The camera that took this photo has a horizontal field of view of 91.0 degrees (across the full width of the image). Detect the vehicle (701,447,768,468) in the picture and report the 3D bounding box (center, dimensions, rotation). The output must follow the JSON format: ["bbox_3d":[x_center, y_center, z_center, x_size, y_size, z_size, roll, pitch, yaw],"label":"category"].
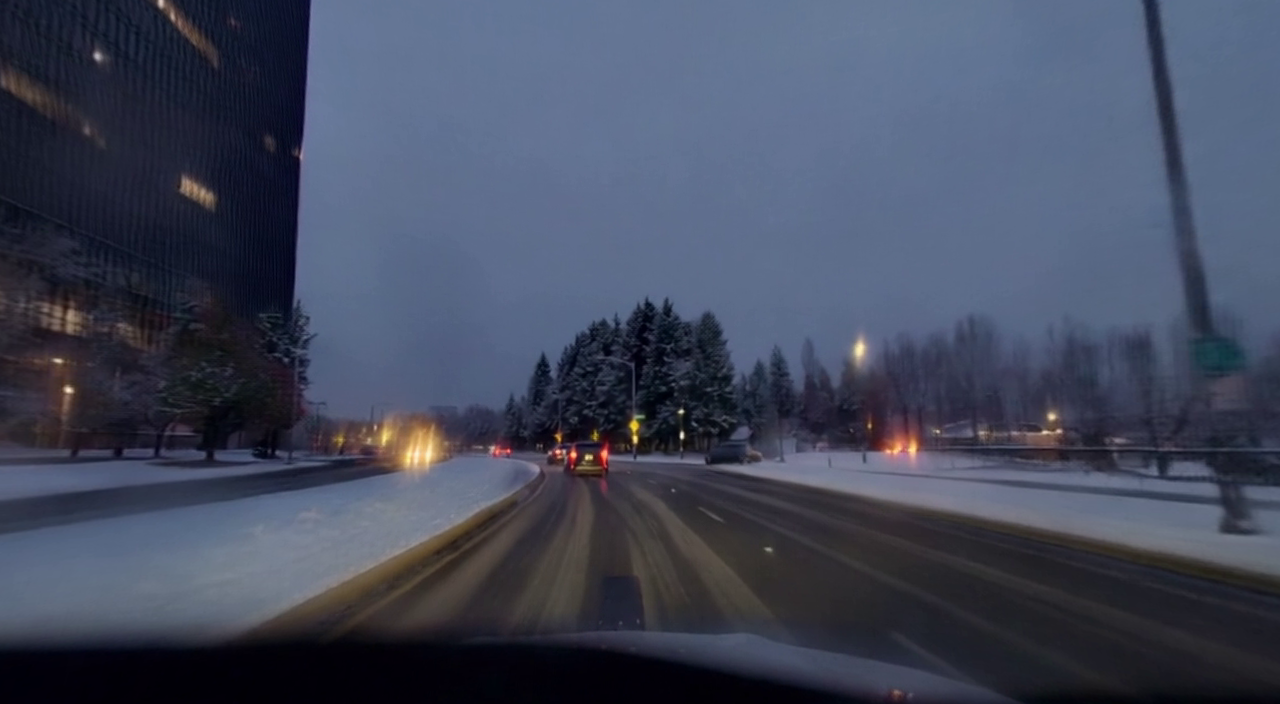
[{"bbox_3d":[6.931,7.768,46.453,4.645,1.505,2.100,0,-9,0],"label":"vehicle"}]

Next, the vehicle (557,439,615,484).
[{"bbox_3d":[-2.256,4.533,26.386,2.183,1.675,4.319,1,-9,-5],"label":"vehicle"}]
